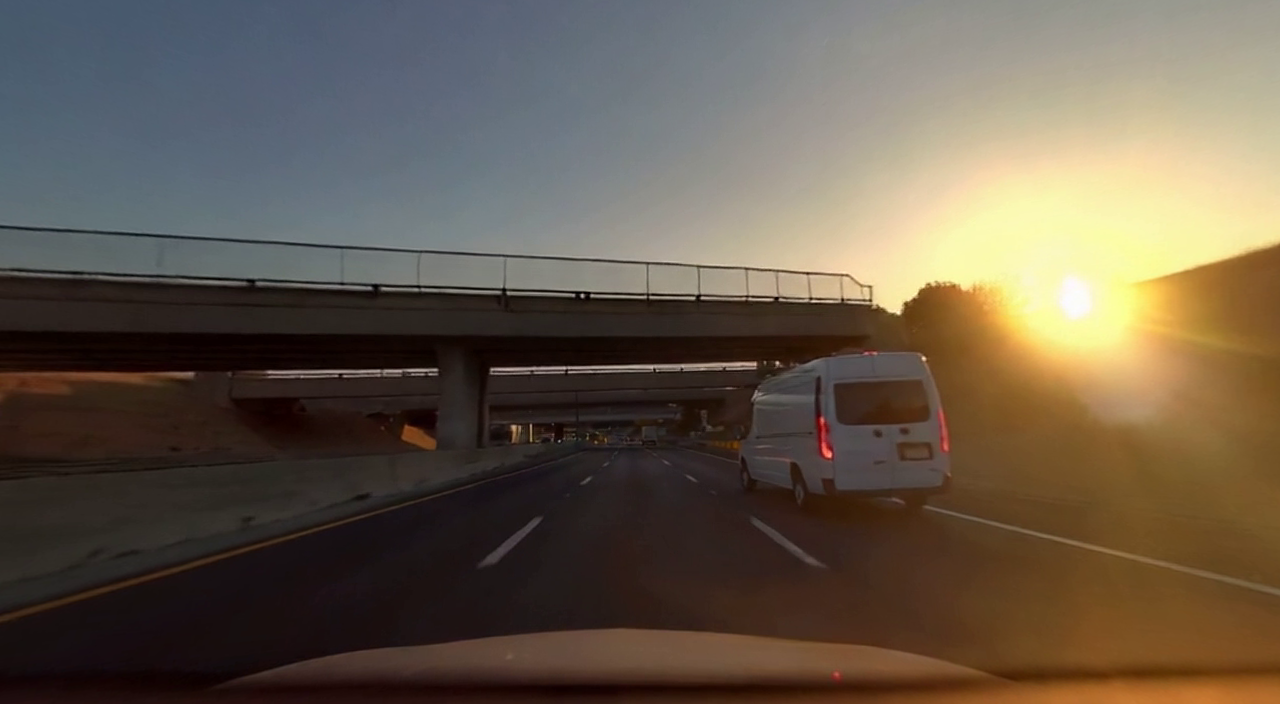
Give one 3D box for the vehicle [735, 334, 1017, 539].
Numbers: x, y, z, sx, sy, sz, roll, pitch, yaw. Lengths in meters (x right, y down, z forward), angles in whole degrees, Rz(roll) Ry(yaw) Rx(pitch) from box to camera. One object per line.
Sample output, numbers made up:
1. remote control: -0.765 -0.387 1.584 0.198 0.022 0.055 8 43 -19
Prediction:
1. vehicle: 3.613 1.579 11.774 2.431 2.667 6.921 0 -8 -1
